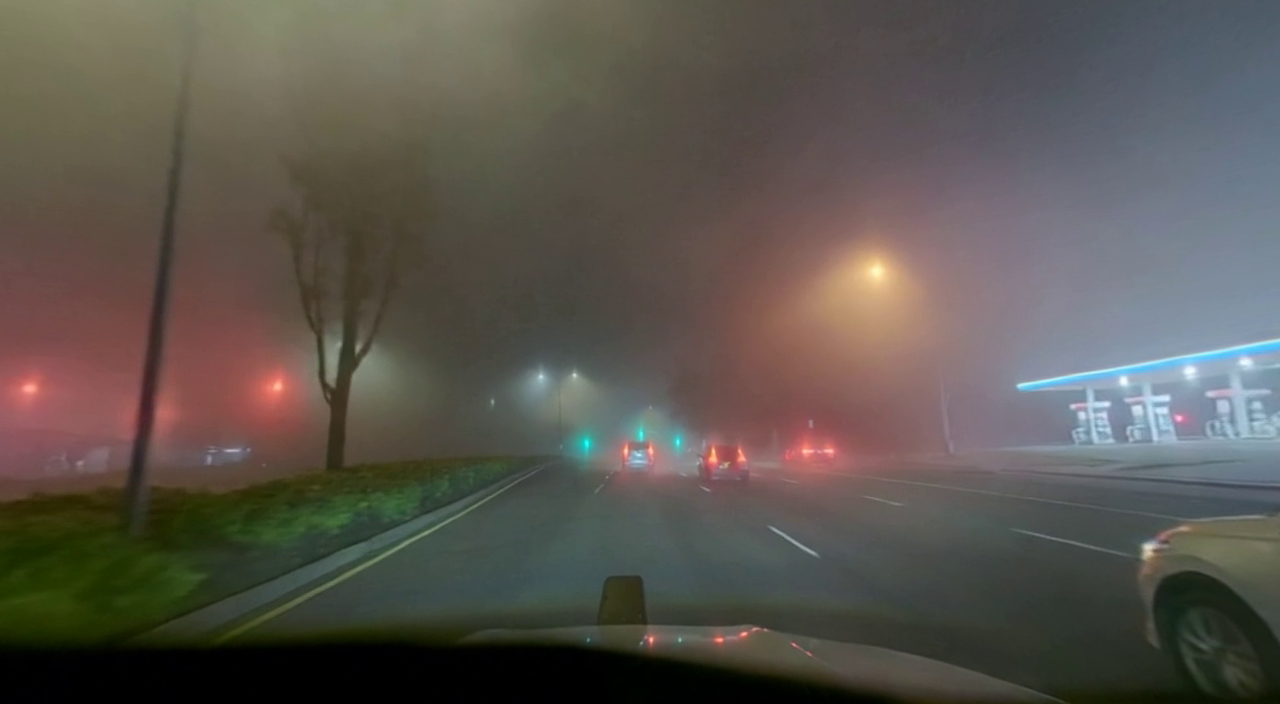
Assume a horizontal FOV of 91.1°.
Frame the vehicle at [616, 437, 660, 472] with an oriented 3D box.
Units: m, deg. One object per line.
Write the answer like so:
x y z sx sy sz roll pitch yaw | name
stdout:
-0.137 5.417 33.263 2.172 1.694 4.055 0 -9 -1 | vehicle

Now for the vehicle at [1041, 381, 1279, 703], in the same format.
3.546 0.717 1.447 2.119 1.509 4.756 -1 -9 0 | vehicle

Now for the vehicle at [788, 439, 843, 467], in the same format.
10.087 5.856 36.412 1.906 1.488 4.251 0 -9 -1 | vehicle

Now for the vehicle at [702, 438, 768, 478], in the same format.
3.879 4.438 26.458 1.980 1.515 4.362 0 -9 -1 | vehicle

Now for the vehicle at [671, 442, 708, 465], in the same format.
3.388 7.096 43.941 2.114 1.473 4.495 0 -9 -1 | vehicle
